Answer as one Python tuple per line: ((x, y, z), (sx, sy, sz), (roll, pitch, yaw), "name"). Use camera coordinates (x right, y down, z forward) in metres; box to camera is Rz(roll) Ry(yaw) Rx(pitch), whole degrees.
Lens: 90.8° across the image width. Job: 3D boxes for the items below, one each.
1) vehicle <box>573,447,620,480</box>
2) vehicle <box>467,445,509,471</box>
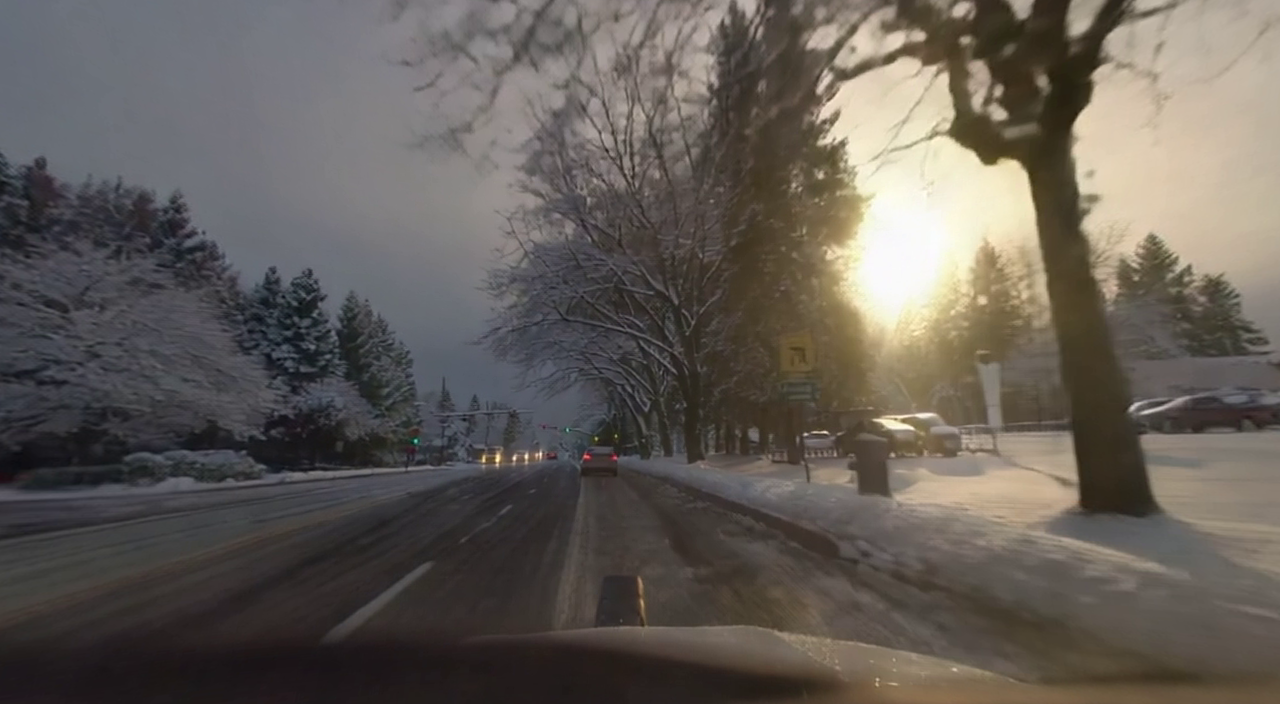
((-2.073, 5.300, 30.349), (2.111, 1.466, 4.223), (0, -9, -3), "vehicle")
((-10.516, 7.358, 44.043), (2.049, 1.723, 4.310), (0, -9, -4), "vehicle")
